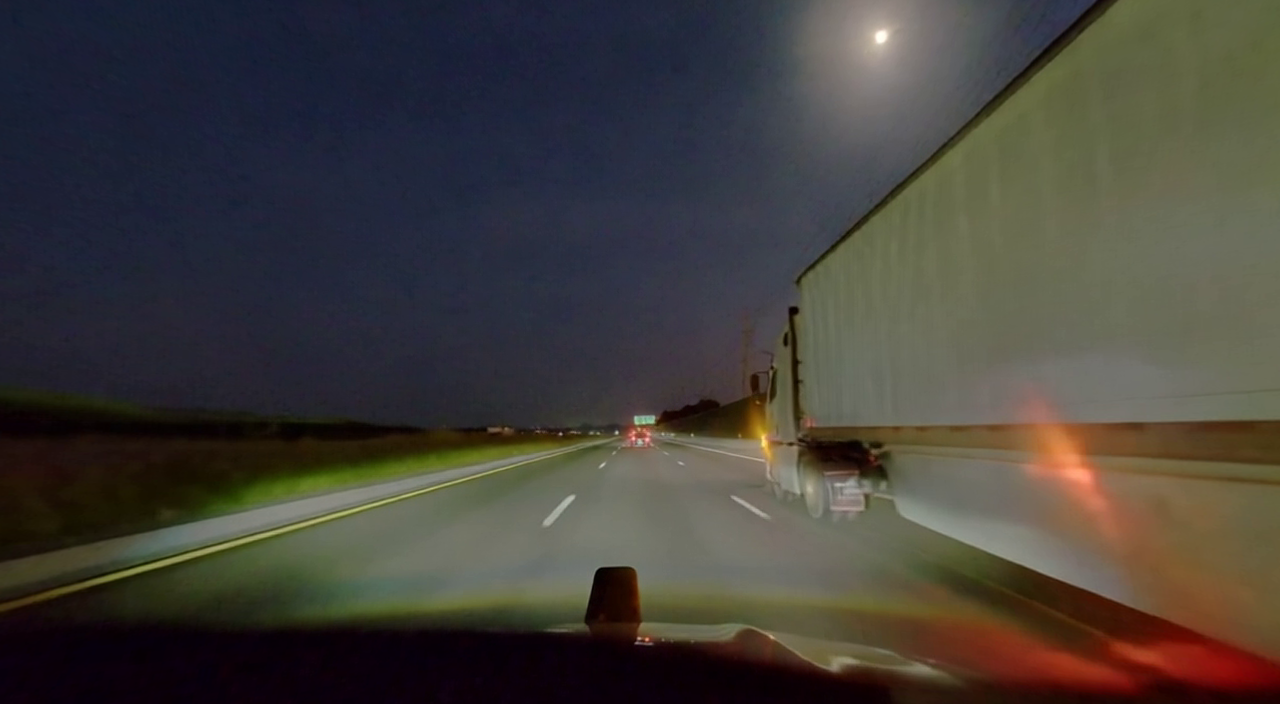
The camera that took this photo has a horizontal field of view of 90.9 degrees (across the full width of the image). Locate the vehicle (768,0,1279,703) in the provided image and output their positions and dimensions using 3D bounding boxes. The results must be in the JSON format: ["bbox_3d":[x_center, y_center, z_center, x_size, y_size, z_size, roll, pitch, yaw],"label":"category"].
[{"bbox_3d":[3.731,-0.213,3.490,2.944,3.973,13.227,0,-8,-1],"label":"vehicle"}]
